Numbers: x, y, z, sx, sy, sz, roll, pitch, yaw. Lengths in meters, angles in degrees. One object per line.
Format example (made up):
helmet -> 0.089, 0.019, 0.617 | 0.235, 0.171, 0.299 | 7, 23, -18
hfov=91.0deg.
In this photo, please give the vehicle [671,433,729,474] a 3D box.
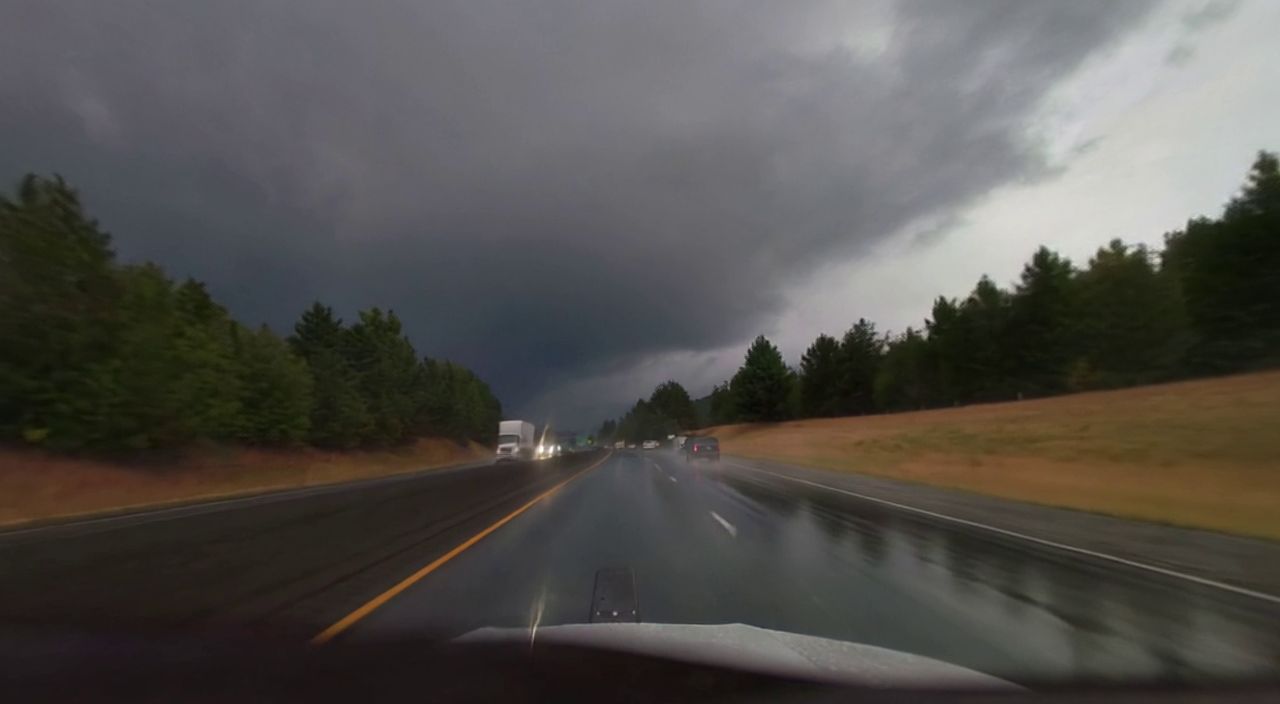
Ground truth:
vehicle -> 2.662, 4.619, 28.876 | 2.043, 1.673, 4.016 | 0, -8, -3
